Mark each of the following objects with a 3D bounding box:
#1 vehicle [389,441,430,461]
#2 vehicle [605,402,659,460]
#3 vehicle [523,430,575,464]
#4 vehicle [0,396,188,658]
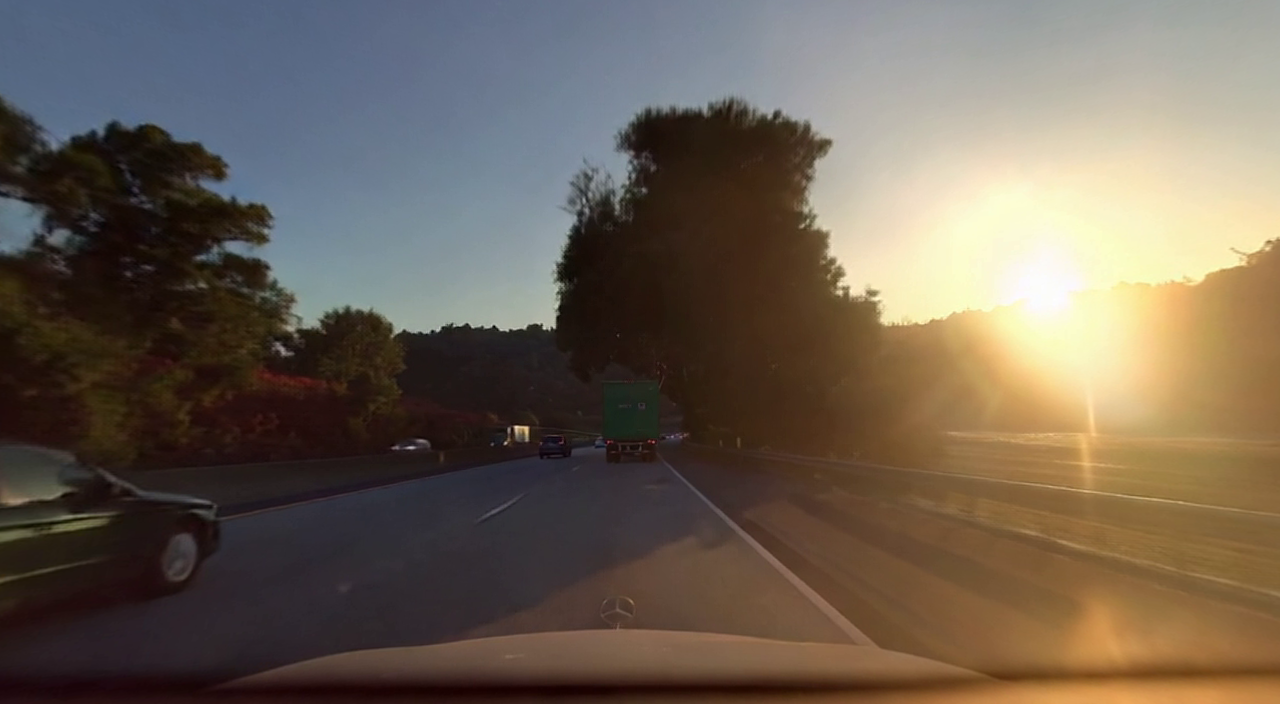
[{"bbox_3d":[-17.154,7.370,47.045,1.685,1.396,3.565,0,-8,0],"label":"vehicle"},{"bbox_3d":[-0.360,3.469,27.550,2.319,2.461,1.270,0,-8,-1],"label":"vehicle"},{"bbox_3d":[-4.915,5.194,34.690,2.138,1.697,4.587,0,-8,1],"label":"vehicle"},{"bbox_3d":[-4.688,0.958,3.190,1.909,1.520,3.897,0,-8,-1],"label":"vehicle"}]
